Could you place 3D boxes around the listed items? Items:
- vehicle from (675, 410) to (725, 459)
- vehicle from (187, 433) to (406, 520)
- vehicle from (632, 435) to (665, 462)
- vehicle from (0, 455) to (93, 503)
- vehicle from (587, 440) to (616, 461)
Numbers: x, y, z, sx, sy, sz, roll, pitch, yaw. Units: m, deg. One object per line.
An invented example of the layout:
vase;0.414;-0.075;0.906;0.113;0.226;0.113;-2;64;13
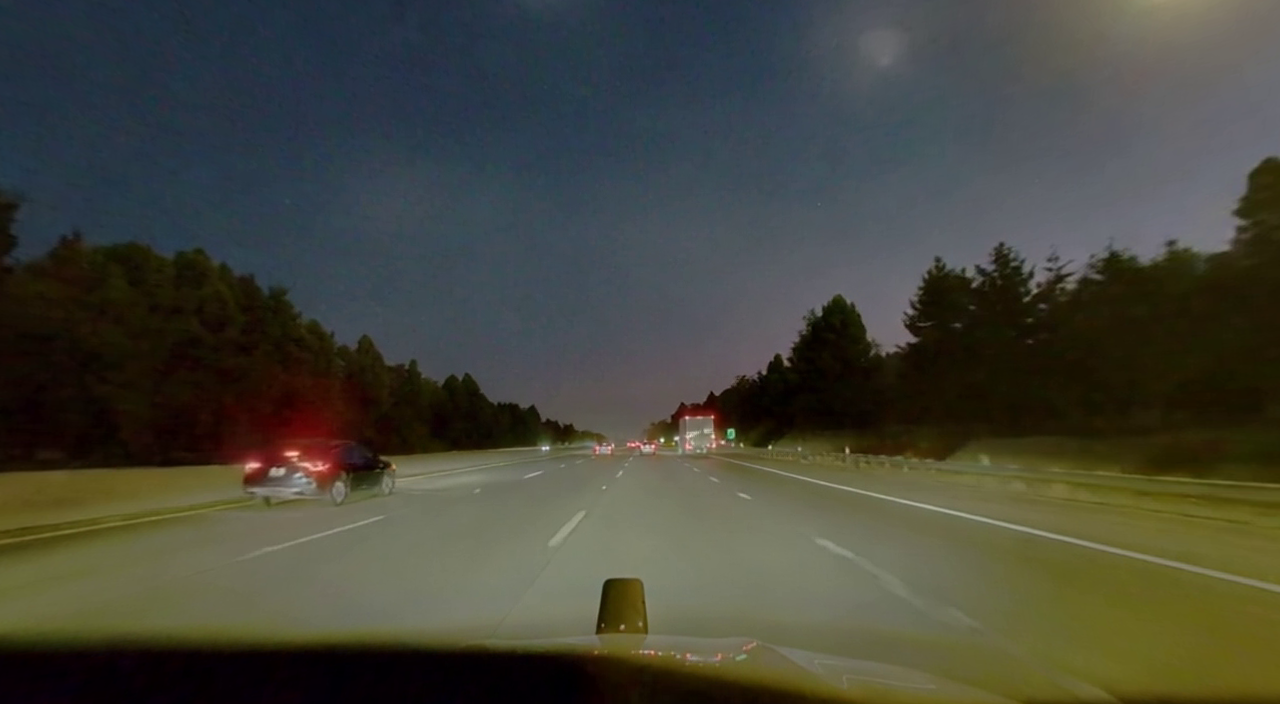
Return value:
vehicle;4.574;6.650;49.973;2.855;3.423;9.485;0;-9;-1
vehicle;-6.972;2.577;13.572;1.947;1.513;4.751;-1;-9;2
vehicle;0.620;6.947;45.265;2.212;1.807;4.372;-1;-9;1
vehicle;-21.065;4.159;20.777;1.877;1.483;4.644;-1;-9;0
vehicle;-2.983;7.737;49.588;2.025;1.571;3.662;-1;-9;1
